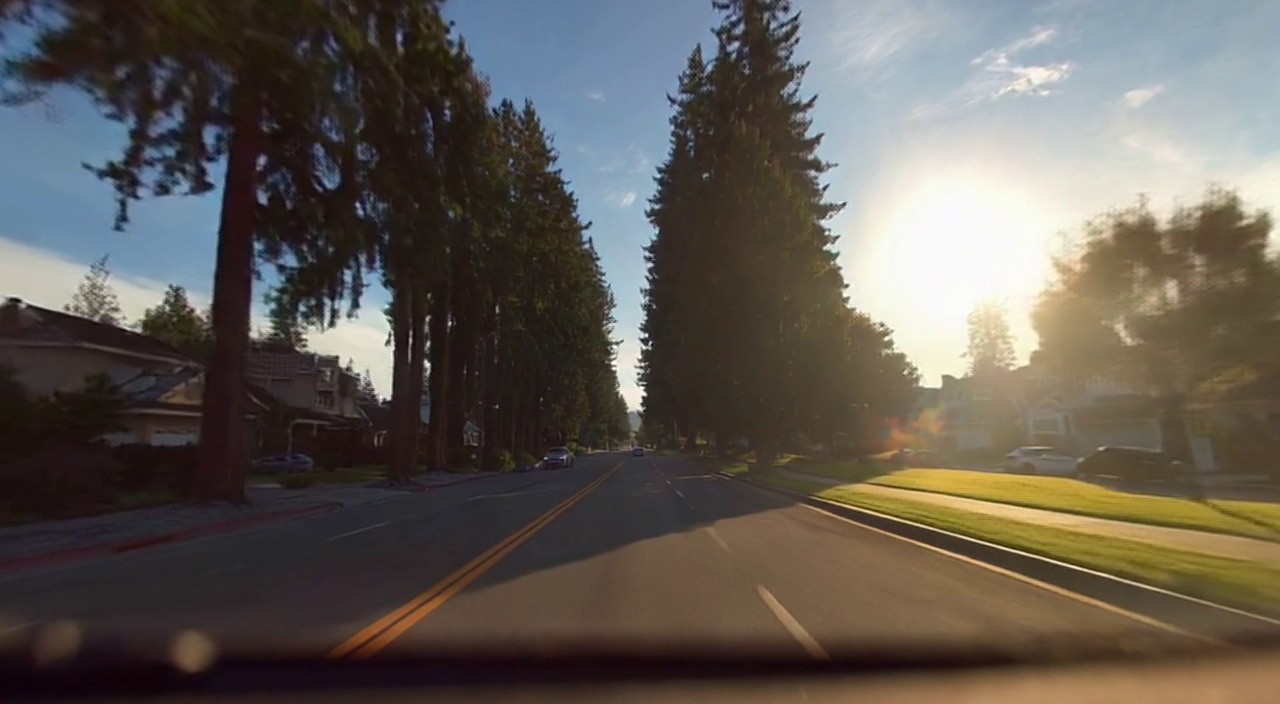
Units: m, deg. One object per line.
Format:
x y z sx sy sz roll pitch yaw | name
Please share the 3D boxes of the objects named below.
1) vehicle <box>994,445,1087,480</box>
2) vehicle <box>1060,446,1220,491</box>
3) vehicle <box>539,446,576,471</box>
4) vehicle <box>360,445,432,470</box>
18.649 5.138 29.622 1.755 1.521 3.968 0 -9 0 | vehicle
18.205 4.249 23.389 1.813 1.464 4.925 0 -9 -1 | vehicle
-6.323 8.191 48.735 2.108 1.793 4.864 0 -9 1 | vehicle
-16.529 7.123 42.877 4.045 1.622 1.983 -1 -9 4 | vehicle
